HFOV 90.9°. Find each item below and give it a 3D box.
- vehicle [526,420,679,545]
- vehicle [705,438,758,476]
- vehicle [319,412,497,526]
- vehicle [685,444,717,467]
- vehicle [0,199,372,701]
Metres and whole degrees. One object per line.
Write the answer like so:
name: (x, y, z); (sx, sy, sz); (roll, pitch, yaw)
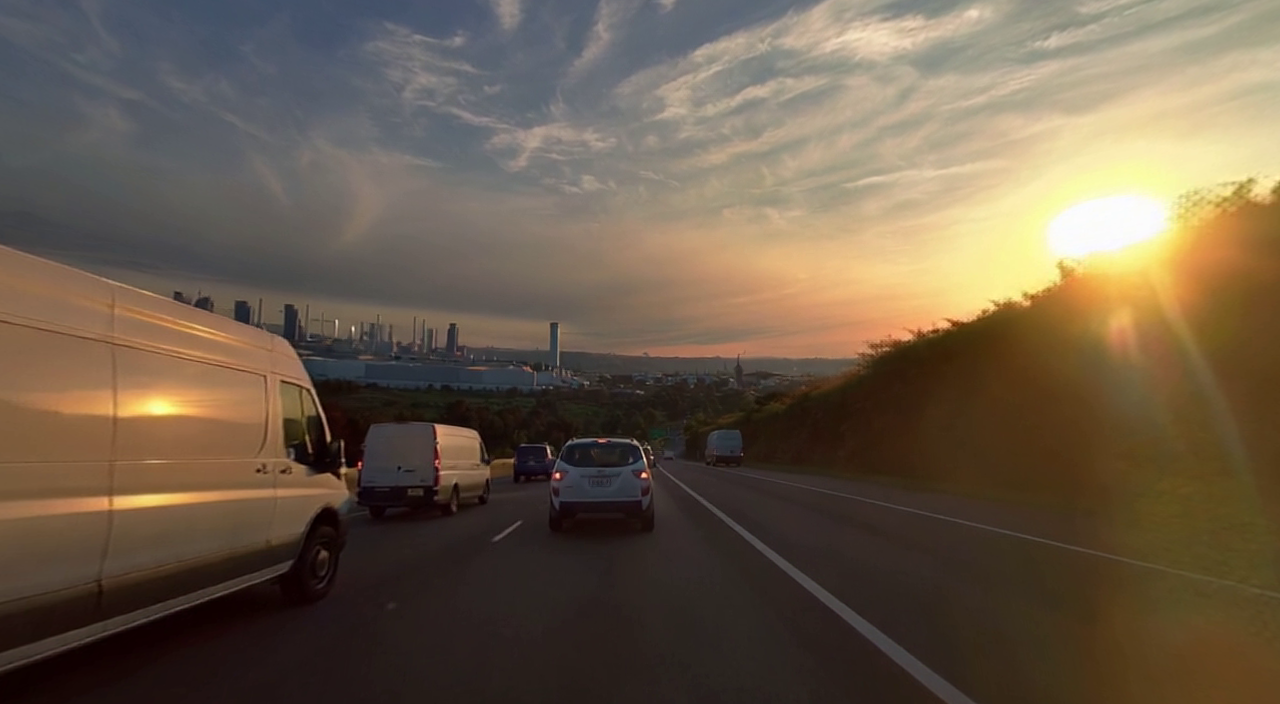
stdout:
vehicle: (-0.520, 2.097, 10.645); (2.093, 1.695, 3.782); (0, -9, 0)
vehicle: (4.501, 5.230, 31.646); (2.003, 1.754, 4.134); (0, -9, -1)
vehicle: (-4.598, 2.401, 13.397); (2.043, 1.987, 4.486); (0, -9, 0)
vehicle: (4.303, 7.401, 45.180); (1.874, 1.512, 3.723); (0, -9, -1)
vehicle: (-4.505, 0.677, 4.341); (2.248, 2.626, 6.837); (0, -9, 0)
